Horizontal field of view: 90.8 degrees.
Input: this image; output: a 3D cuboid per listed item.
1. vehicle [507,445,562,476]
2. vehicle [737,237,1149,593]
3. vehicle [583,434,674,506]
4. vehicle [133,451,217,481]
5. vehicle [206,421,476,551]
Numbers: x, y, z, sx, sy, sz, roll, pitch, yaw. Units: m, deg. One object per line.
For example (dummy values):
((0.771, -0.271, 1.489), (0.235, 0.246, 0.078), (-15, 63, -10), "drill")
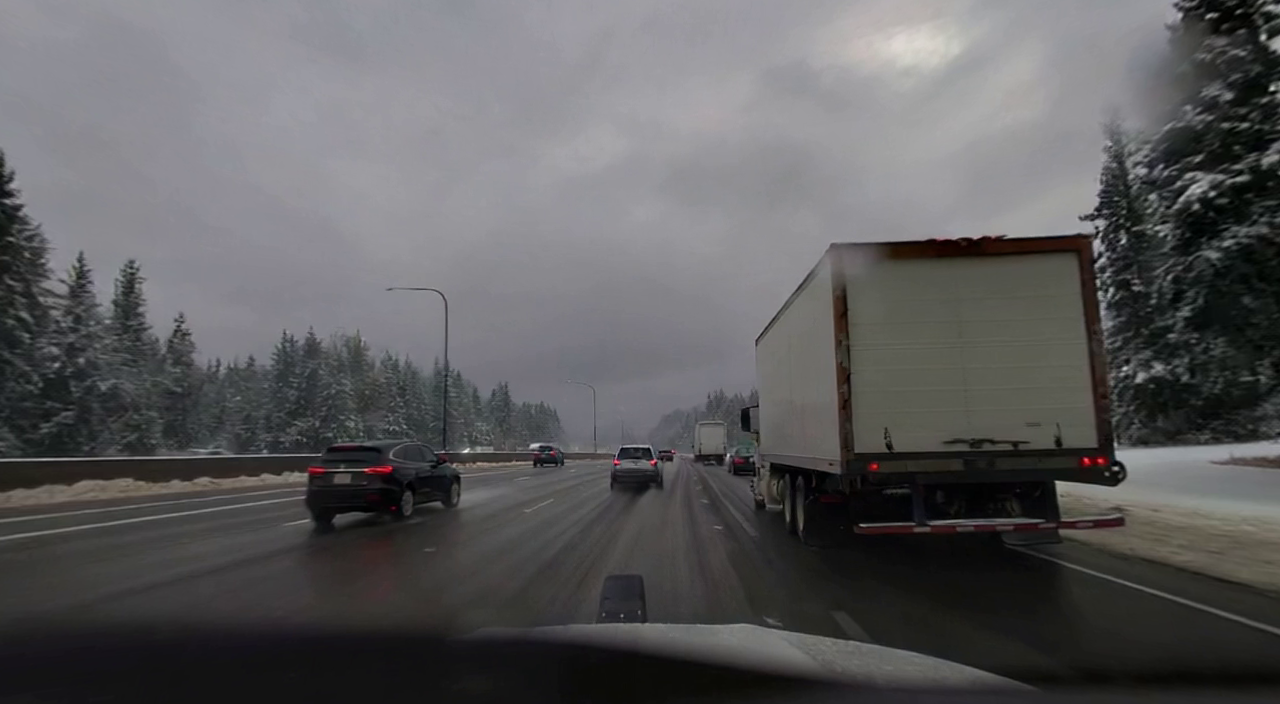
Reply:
((-5.907, 6.112, 35.869), (1.958, 1.633, 4.568), (-1, -9, 5), "vehicle")
((3.577, 1.205, 10.608), (2.836, 3.508, 8.723), (0, -9, 2), "vehicle")
((-0.161, 3.208, 17.658), (2.103, 1.717, 4.399), (-1, -9, 5), "vehicle")
((-23.216, 5.660, 31.669), (1.480, 1.368, 3.325), (-1, -9, 5), "vehicle")
((-4.617, 2.134, 10.827), (1.988, 1.696, 4.754), (-1, -9, 5), "vehicle")
